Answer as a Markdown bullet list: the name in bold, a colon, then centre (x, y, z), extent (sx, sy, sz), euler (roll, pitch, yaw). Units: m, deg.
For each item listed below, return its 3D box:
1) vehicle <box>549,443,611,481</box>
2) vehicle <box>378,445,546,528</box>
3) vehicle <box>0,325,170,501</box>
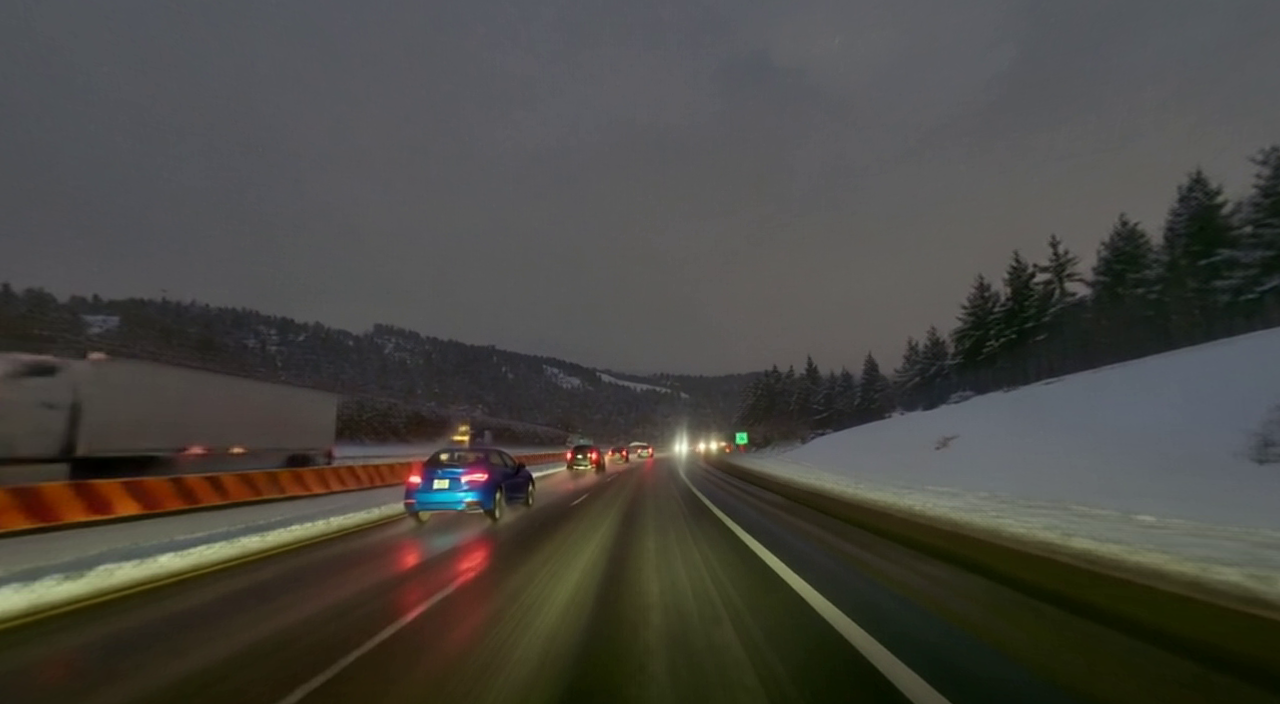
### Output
- **vehicle**: centre (-2.448, 4.650, 26.811), extent (2.094, 1.480, 4.124), euler (-1, -9, 2)
- **vehicle**: centre (-3.214, 2.511, 12.324), extent (2.061, 1.330, 3.928), euler (0, -9, 1)
- **vehicle**: centre (-17.054, 1.804, 17.343), extent (3.005, 4.223, 6.332), euler (0, -9, 1)
